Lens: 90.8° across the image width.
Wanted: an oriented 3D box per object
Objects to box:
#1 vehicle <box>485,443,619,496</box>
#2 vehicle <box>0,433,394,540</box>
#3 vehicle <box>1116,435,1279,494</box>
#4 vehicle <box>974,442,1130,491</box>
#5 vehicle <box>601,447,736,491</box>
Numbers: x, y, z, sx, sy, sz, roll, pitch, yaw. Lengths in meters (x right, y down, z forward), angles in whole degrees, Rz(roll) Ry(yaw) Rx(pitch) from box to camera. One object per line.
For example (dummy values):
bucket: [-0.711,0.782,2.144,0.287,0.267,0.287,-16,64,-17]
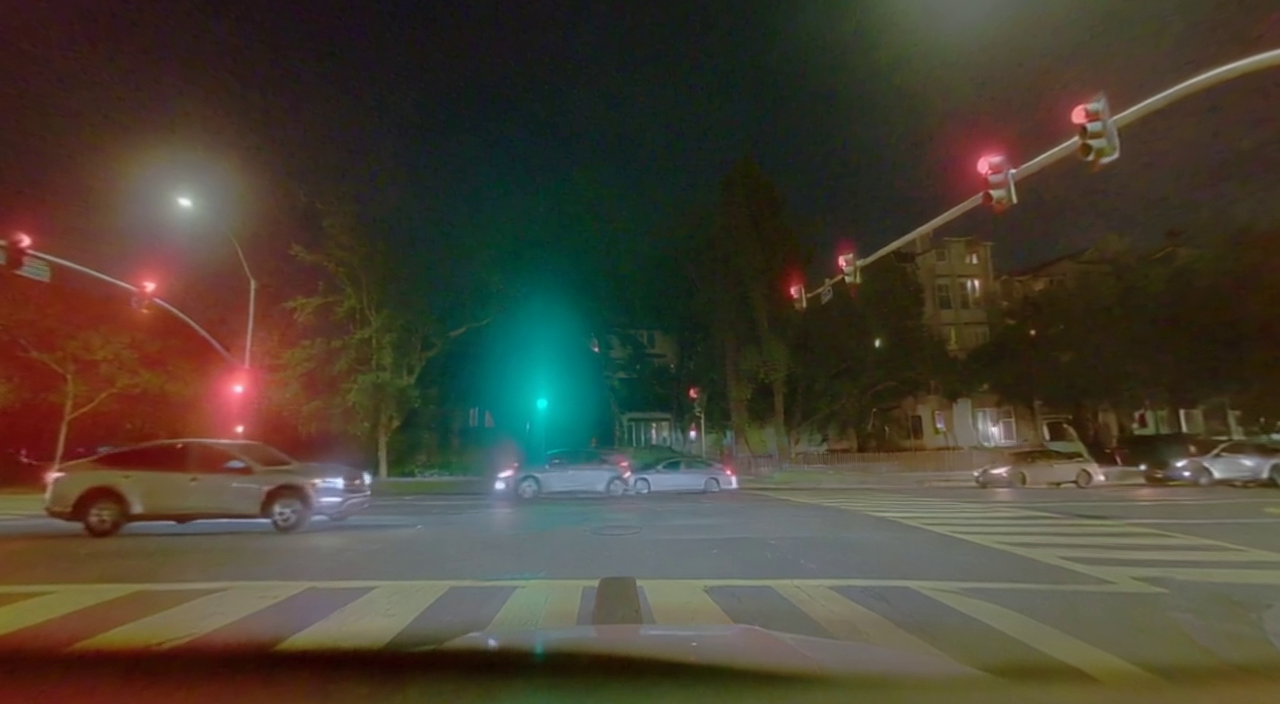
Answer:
vehicle: [-2.563,3.517,19.112,3.815,1.504,1.790,0,-8,-2]
vehicle: [-6.712,2.013,9.775,4.989,1.442,1.940,0,-8,0]
vehicle: [17.768,3.436,19.485,4.510,1.673,2.030,0,-8,-1]
vehicle: [14.956,4.151,23.132,4.326,1.672,1.903,0,-8,-1]
vehicle: [0.981,4.237,23.008,4.705,1.486,1.830,0,-8,-1]
